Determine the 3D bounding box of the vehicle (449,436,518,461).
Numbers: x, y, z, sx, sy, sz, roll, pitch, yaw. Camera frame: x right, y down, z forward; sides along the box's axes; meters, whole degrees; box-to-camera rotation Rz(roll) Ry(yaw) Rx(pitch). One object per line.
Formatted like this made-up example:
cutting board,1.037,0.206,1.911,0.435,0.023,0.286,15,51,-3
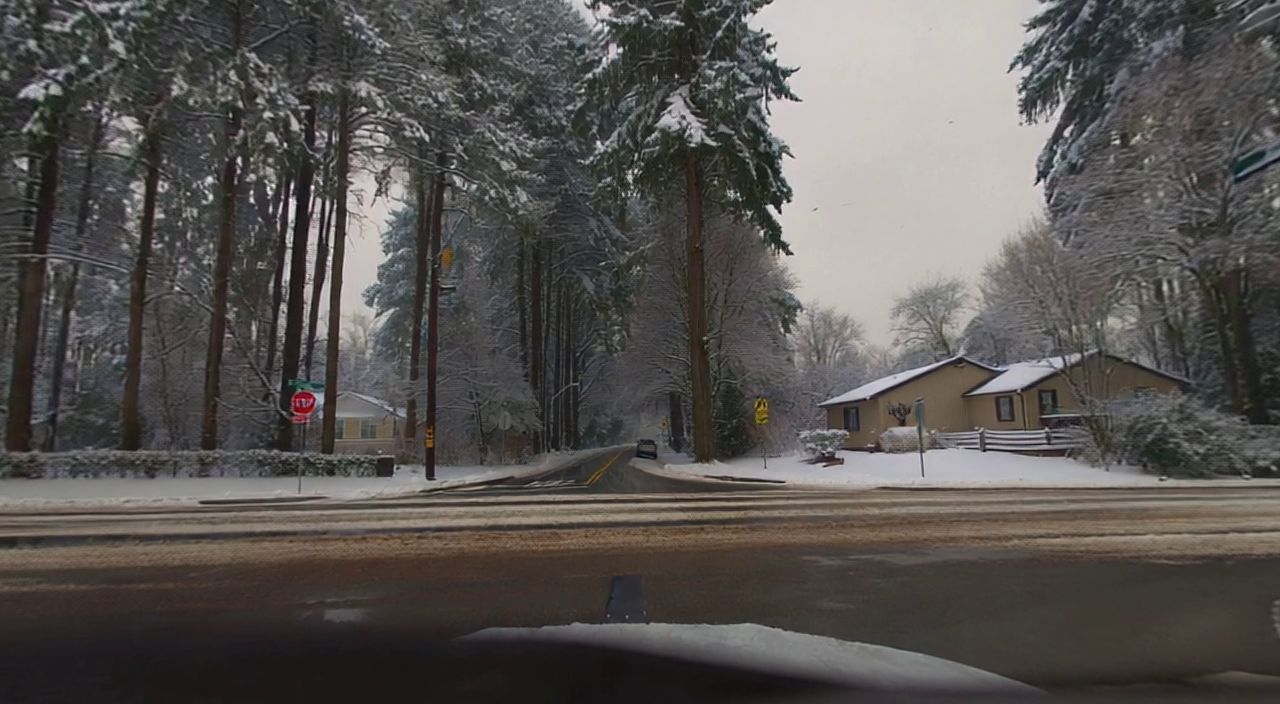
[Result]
vehicle,-11.668,7.209,47.241,4.622,1.782,1.836,0,-8,1
